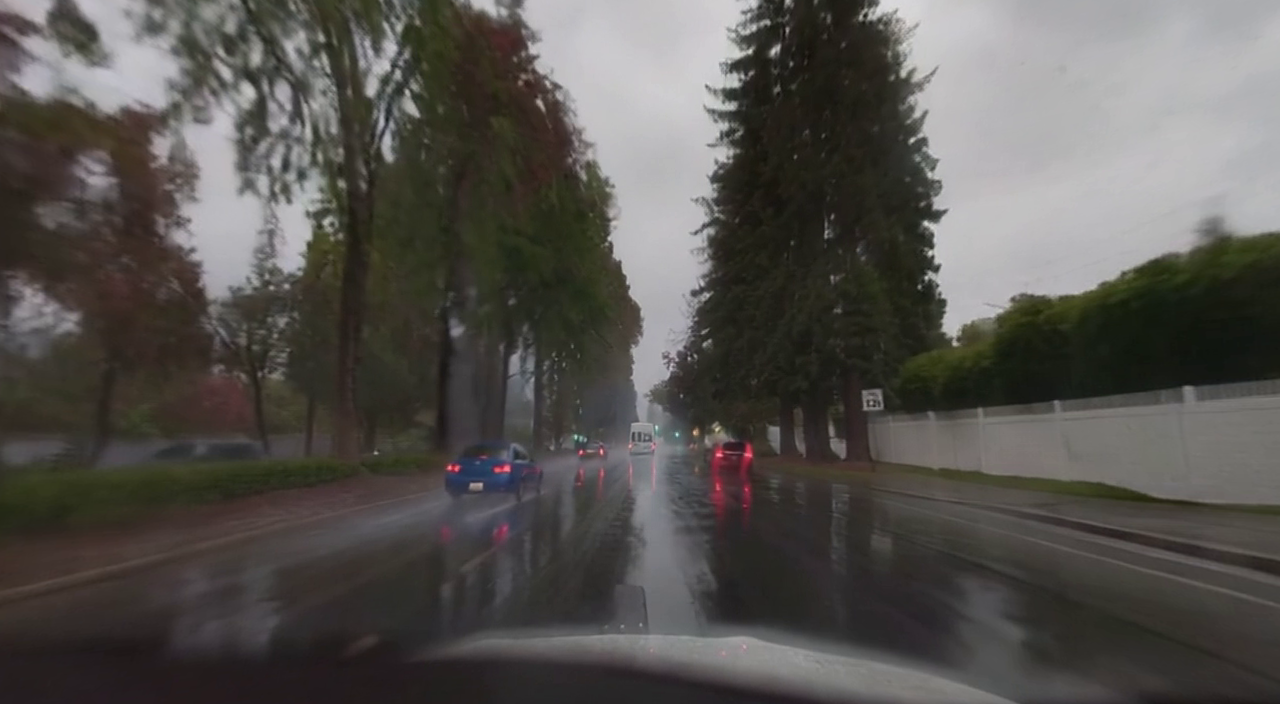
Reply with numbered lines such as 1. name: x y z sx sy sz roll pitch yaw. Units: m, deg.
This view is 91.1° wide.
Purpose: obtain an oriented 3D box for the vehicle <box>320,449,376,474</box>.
1. vehicle: -21.299 7.976 45.958 1.944 1.695 4.412 0 -8 0

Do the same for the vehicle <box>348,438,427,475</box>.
1. vehicle: -13.906 5.792 34.980 2.105 1.877 5.373 0 -8 1

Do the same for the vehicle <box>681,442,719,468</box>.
1. vehicle: 3.812 6.596 40.441 1.905 1.520 4.340 1 -8 -1

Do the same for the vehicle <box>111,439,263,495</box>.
1. vehicle: -17.468 4.421 24.634 2.129 1.952 5.079 0 -8 0

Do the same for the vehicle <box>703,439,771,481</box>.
1. vehicle: 3.638 4.136 24.366 1.945 1.469 4.258 0 -8 0

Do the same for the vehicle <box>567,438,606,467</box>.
1. vehicle: -3.310 6.257 39.368 2.021 1.715 4.329 0 -8 1

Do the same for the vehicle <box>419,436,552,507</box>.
1. vehicle: -3.586 2.860 15.627 2.036 1.474 4.647 0 -8 1

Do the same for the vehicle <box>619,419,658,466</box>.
1. vehicle: -0.044 5.783 40.147 2.311 2.726 5.814 0 -8 1
